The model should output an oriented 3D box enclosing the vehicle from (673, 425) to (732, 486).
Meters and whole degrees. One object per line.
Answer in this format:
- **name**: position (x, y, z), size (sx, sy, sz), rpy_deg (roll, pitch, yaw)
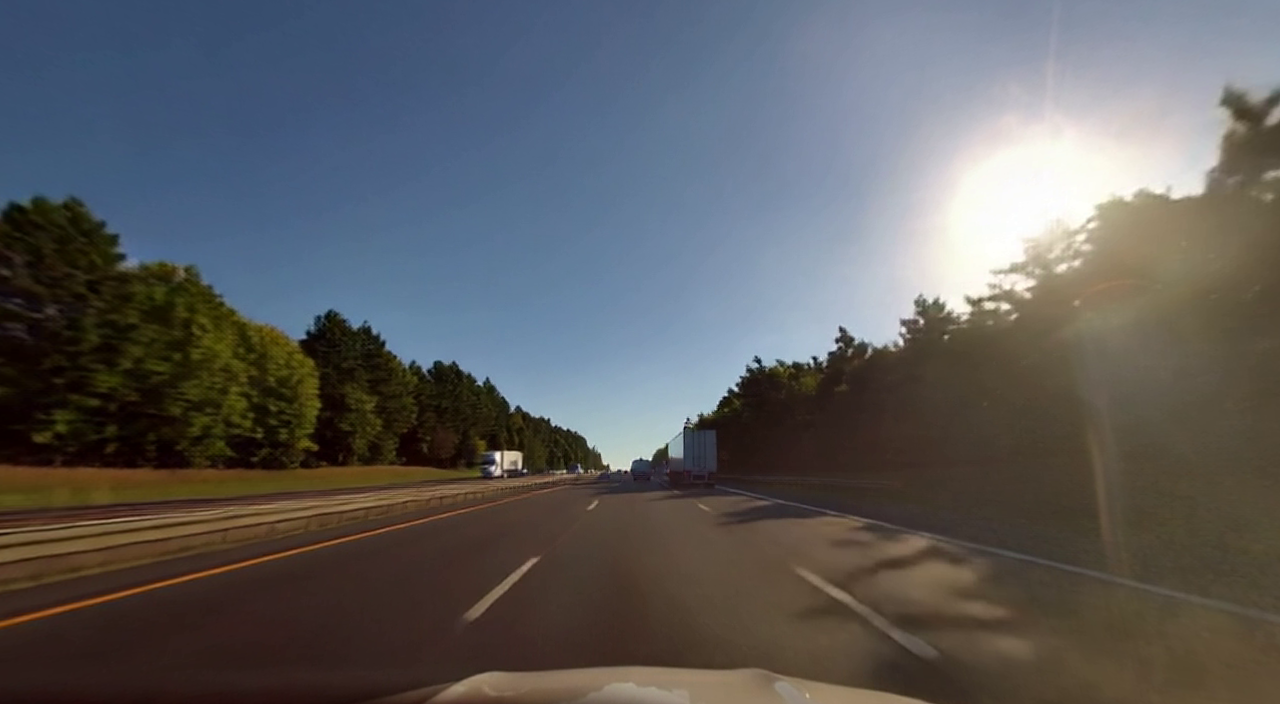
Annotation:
- **vehicle**: position (4.527, 8.147, 48.906), size (3.139, 3.999, 13.840), rpy_deg (1, -10, 0)
